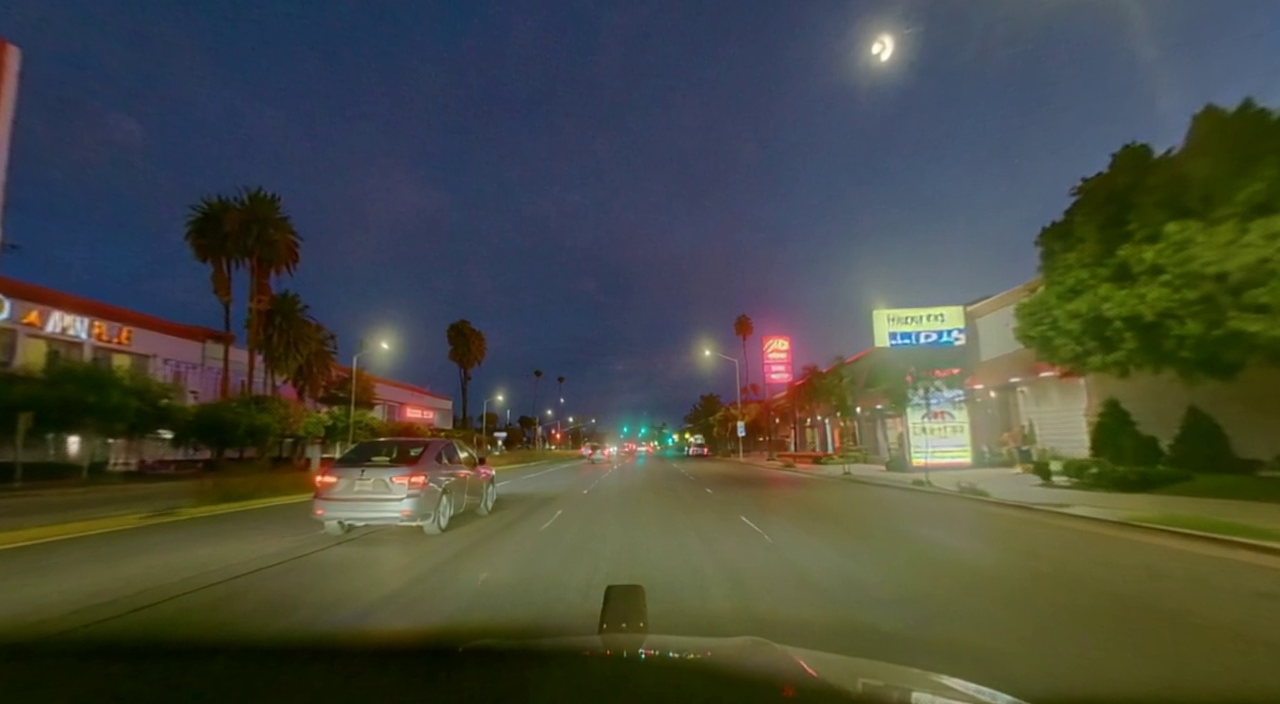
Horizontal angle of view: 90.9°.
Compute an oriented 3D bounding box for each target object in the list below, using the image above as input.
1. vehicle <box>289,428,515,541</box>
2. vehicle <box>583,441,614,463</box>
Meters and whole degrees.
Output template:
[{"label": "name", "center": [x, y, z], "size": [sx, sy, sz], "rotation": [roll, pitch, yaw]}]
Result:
[{"label": "vehicle", "center": [-3.666, 2.120, 10.776], "size": [2.032, 1.511, 4.424], "rotation": [0, -9, 2]}, {"label": "vehicle", "center": [-3.194, 7.738, 48.885], "size": [2.024, 1.636, 4.121], "rotation": [0, -9, 1]}]
